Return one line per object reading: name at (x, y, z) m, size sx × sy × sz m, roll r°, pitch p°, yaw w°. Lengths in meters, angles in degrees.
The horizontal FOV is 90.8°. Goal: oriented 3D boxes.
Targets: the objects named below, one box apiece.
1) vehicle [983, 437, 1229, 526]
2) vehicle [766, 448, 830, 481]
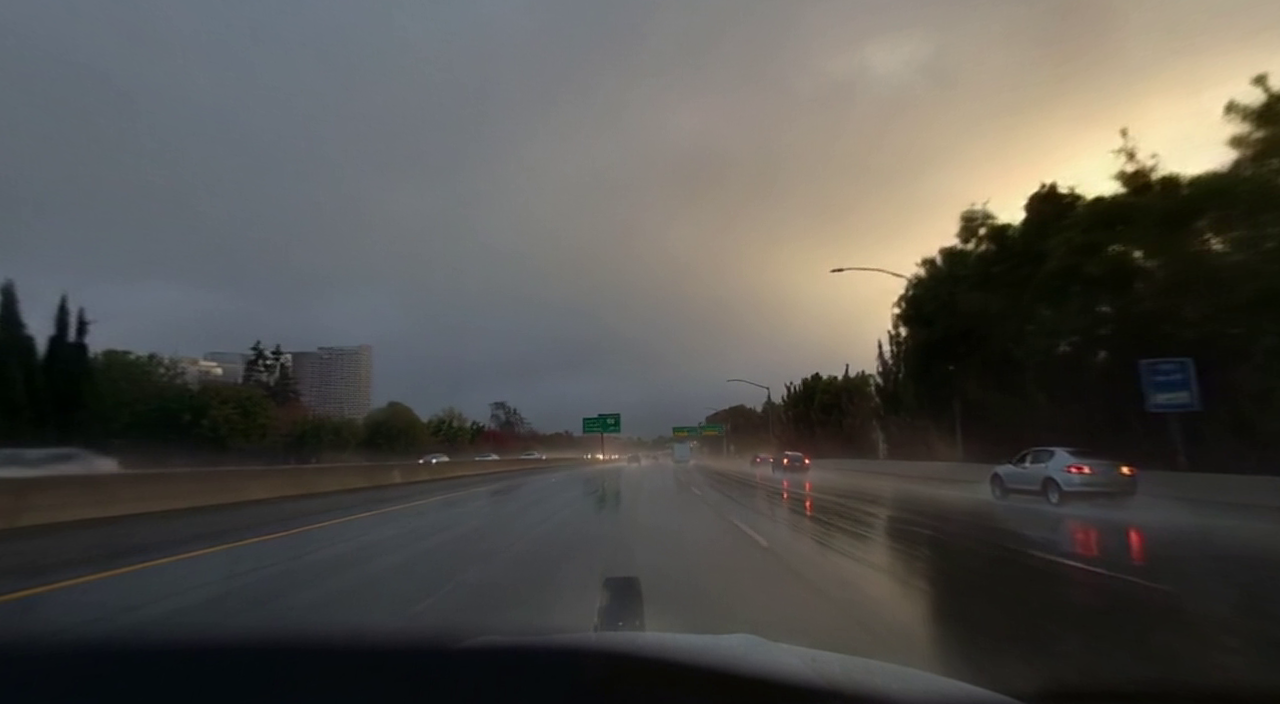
vehicle at (9.944, 2.762, 14.095) m, size 2.090 × 1.643 × 4.513 m, roll 0°, pitch -9°, yaw 2°
vehicle at (7.703, 5.507, 31.281) m, size 1.861 × 1.500 × 4.860 m, roll 0°, pitch -9°, yaw 0°
